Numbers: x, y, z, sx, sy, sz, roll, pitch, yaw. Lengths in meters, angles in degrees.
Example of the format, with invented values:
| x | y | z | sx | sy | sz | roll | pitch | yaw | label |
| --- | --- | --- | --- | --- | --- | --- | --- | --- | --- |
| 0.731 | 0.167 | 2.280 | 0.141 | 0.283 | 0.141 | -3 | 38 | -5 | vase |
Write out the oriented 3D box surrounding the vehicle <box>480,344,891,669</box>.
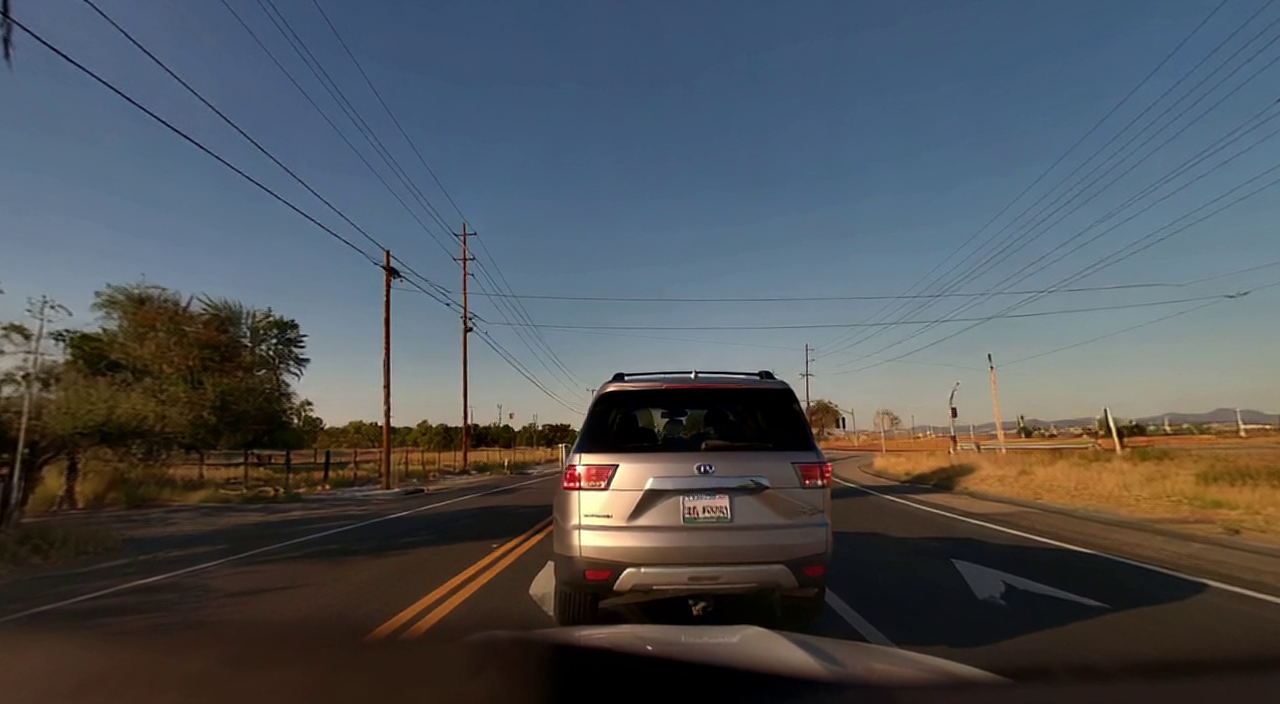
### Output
| x | y | z | sx | sy | sz | roll | pitch | yaw | label |
| --- | --- | --- | --- | --- | --- | --- | --- | --- | --- |
| 0.178 | 1.210 | 5.996 | 2.364 | 1.859 | 4.538 | 0 | -8 | -2 | vehicle |
